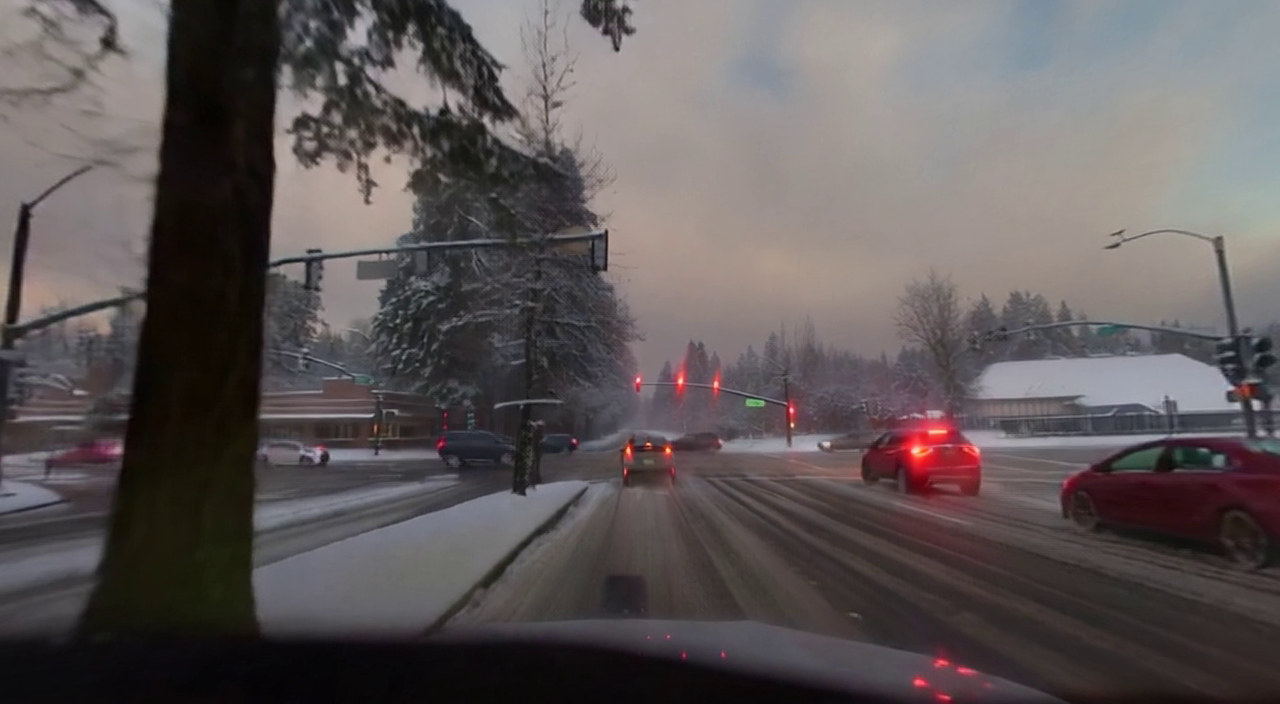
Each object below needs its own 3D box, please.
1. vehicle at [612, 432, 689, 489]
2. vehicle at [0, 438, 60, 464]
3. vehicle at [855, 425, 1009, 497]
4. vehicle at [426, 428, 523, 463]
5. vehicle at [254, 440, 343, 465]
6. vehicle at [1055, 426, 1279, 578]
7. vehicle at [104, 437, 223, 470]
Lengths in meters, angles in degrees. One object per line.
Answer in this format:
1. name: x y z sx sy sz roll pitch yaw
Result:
1. vehicle: 0.256 3.164 18.655 2.041 1.485 3.813 0 -8 -1
2. vehicle: -46.696 7.428 47.327 4.118 1.894 2.155 -1 -8 0
3. vehicle: 7.288 2.770 16.343 1.901 1.577 4.348 0 -8 0
4. vehicle: -9.072 5.173 34.821 4.786 1.803 1.967 -1 -8 2
5. vehicle: -20.753 6.115 38.461 4.399 1.445 1.769 -1 -8 1
6. vehicle: 7.126 1.663 7.526 1.726 1.467 3.793 0 -8 0
7. vehicle: -26.325 5.607 34.966 4.921 1.757 2.036 -1 -8 2
